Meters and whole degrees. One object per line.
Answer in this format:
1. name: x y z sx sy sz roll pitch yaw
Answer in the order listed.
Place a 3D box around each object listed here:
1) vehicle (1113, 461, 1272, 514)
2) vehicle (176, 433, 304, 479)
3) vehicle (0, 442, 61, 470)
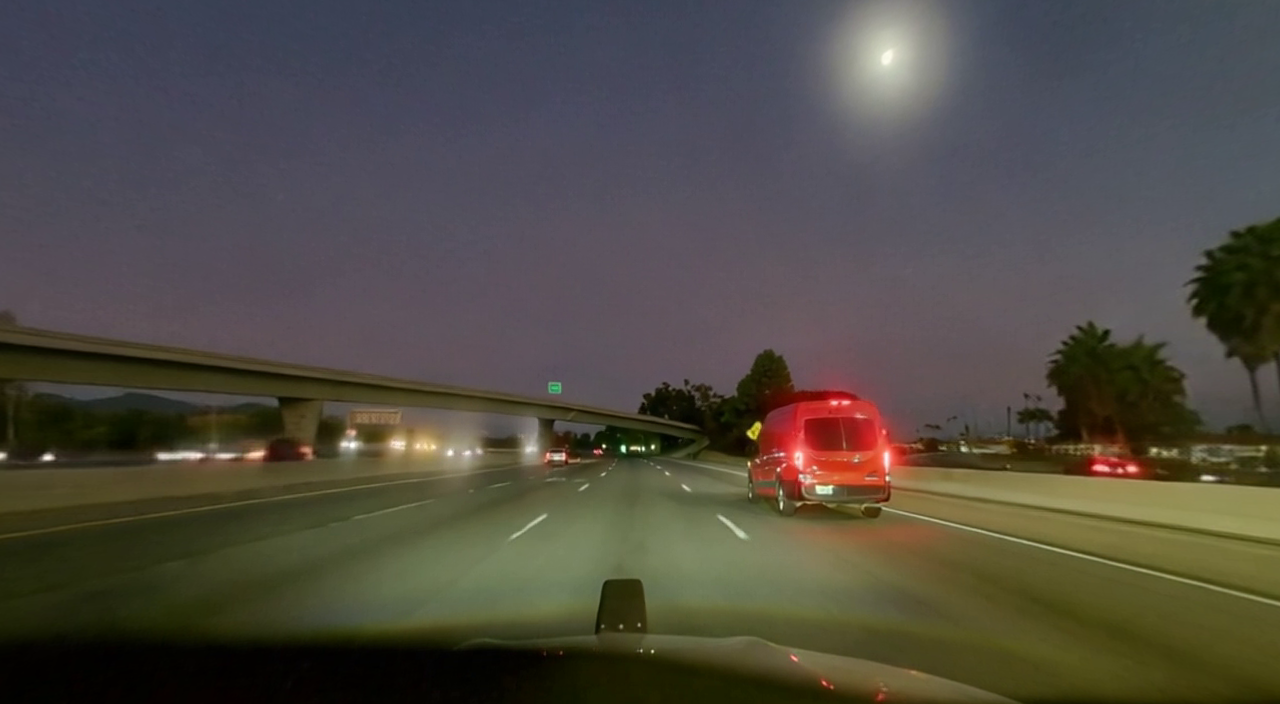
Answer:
1. vehicle: 21.317 5.203 24.586 2.294 1.737 4.708 -1 -9 7
2. vehicle: -16.454 4.322 26.213 2.102 1.727 4.927 0 -9 0
3. vehicle: -33.759 5.501 33.299 1.807 1.451 4.798 1 -9 -5
